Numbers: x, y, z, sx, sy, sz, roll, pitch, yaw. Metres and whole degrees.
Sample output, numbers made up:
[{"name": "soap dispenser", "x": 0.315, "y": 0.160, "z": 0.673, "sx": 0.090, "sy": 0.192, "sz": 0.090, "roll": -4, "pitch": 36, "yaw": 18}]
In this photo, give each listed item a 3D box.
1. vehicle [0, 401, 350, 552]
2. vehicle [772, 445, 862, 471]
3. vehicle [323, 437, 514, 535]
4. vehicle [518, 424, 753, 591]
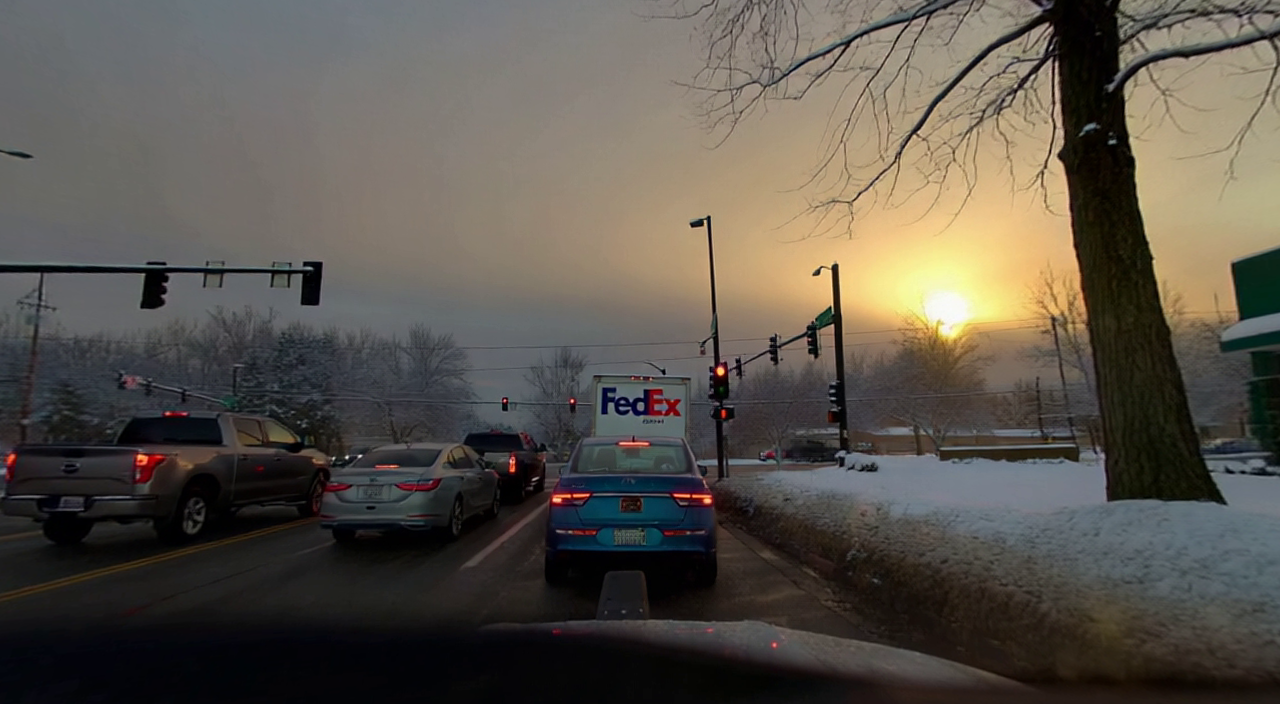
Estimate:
[{"name": "vehicle", "x": -7.274, "y": 1.985, "z": 10.731, "sx": 2.125, "sy": 1.893, "sz": 5.498, "roll": 0, "pitch": -9, "yaw": -2}, {"name": "vehicle", "x": 10.351, "y": 6.222, "z": 37.068, "sx": 4.794, "sy": 1.481, "sz": 1.968, "roll": -1, "pitch": -9, "yaw": 7}, {"name": "vehicle", "x": -3.865, "y": 2.398, "z": 11.942, "sx": 1.949, "sy": 1.487, "sz": 4.390, "roll": 0, "pitch": -9, "yaw": 1}, {"name": "vehicle", "x": -0.045, "y": 1.746, "z": 7.949, "sx": 2.145, "sy": 1.513, "sz": 4.269, "roll": 0, "pitch": -9, "yaw": 0}]
